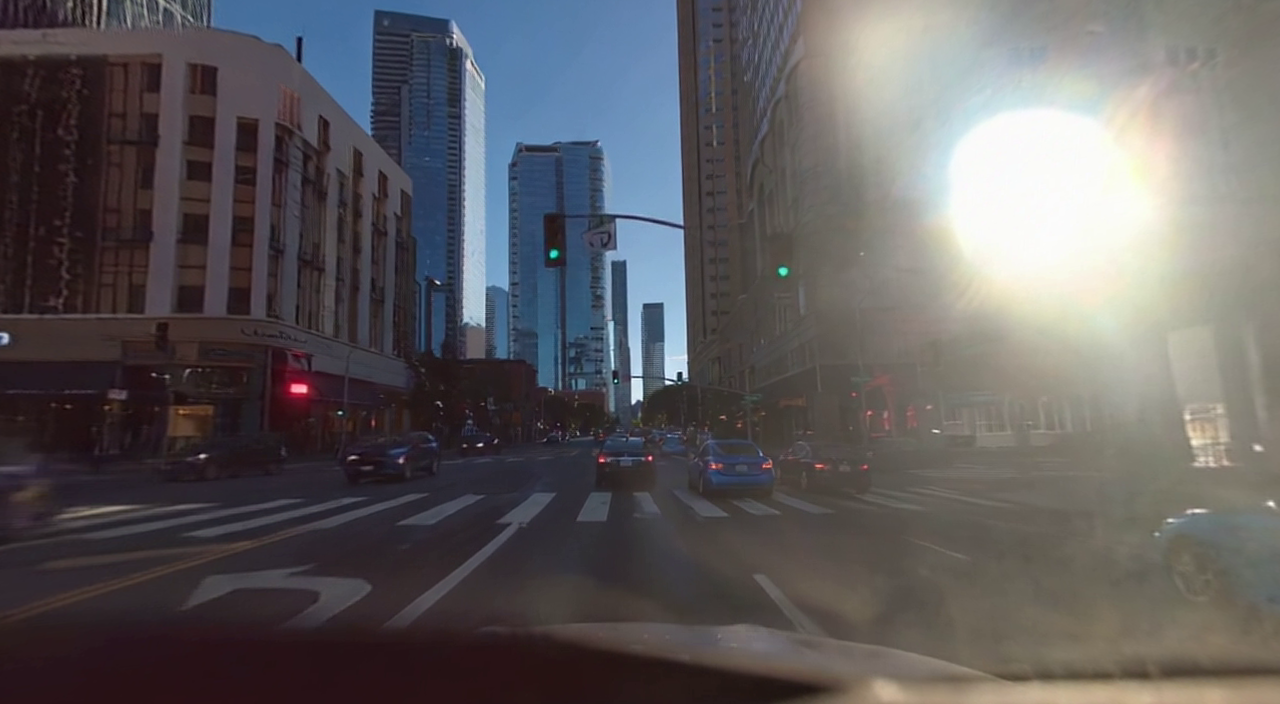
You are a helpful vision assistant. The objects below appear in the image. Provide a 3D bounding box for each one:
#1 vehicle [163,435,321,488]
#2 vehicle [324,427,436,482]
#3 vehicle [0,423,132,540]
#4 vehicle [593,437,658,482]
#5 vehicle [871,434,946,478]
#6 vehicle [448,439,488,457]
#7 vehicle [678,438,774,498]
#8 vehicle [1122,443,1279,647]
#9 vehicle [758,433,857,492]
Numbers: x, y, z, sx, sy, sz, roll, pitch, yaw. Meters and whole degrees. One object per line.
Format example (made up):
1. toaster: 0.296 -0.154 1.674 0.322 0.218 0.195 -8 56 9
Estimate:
1. vehicle: -12.774 3.523 20.785 1.983 1.513 5.030 0 -8 -1
2. vehicle: -9.480 3.798 23.593 2.142 1.817 4.823 0 -8 0
3. vehicle: -10.020 1.865 9.156 1.879 1.637 4.100 0 -8 0
4. vehicle: -0.511 3.794 22.570 2.096 1.457 4.160 0 -8 -1
5. vehicle: 12.089 4.599 28.251 2.008 1.794 4.640 -6 -10 35
6. vehicle: -13.193 7.372 48.715 1.939 1.326 4.340 0 -8 0
7. vehicle: 2.271 3.219 18.024 1.987 1.484 4.427 0 -8 -2
8. vehicle: 5.674 1.283 3.737 1.914 1.484 4.639 0 -8 -1
9. vehicle: 5.488 3.673 21.410 2.015 1.745 4.444 0 -8 -2
